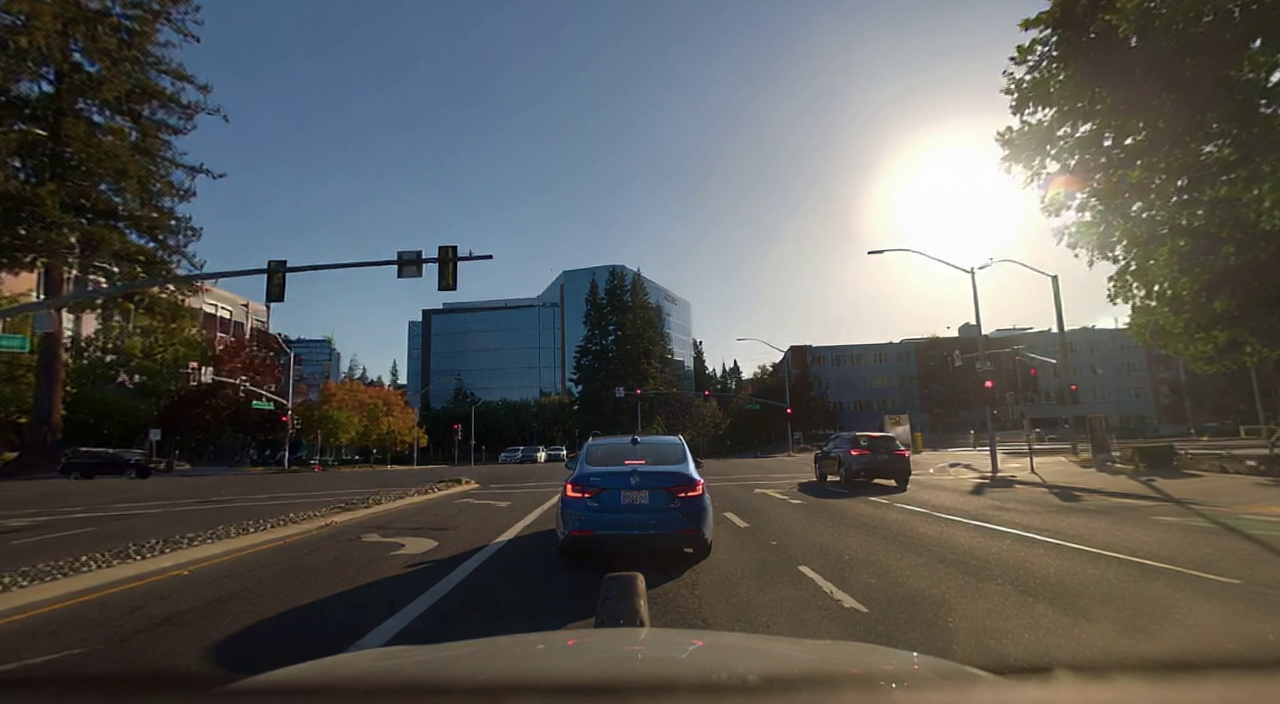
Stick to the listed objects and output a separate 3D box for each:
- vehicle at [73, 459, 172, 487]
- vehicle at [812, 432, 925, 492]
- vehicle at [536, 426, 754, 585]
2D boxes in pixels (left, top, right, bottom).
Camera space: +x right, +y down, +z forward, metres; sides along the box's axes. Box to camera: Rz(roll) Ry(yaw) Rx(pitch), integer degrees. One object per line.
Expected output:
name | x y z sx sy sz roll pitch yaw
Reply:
vehicle | -32.396 7.556 39.656 4.401 1.625 1.863 0 -8 -4
vehicle | 7.054 3.438 20.067 2.039 1.692 4.319 0 -8 1
vehicle | -0.012 1.772 8.173 2.070 1.488 4.206 0 -8 -2
